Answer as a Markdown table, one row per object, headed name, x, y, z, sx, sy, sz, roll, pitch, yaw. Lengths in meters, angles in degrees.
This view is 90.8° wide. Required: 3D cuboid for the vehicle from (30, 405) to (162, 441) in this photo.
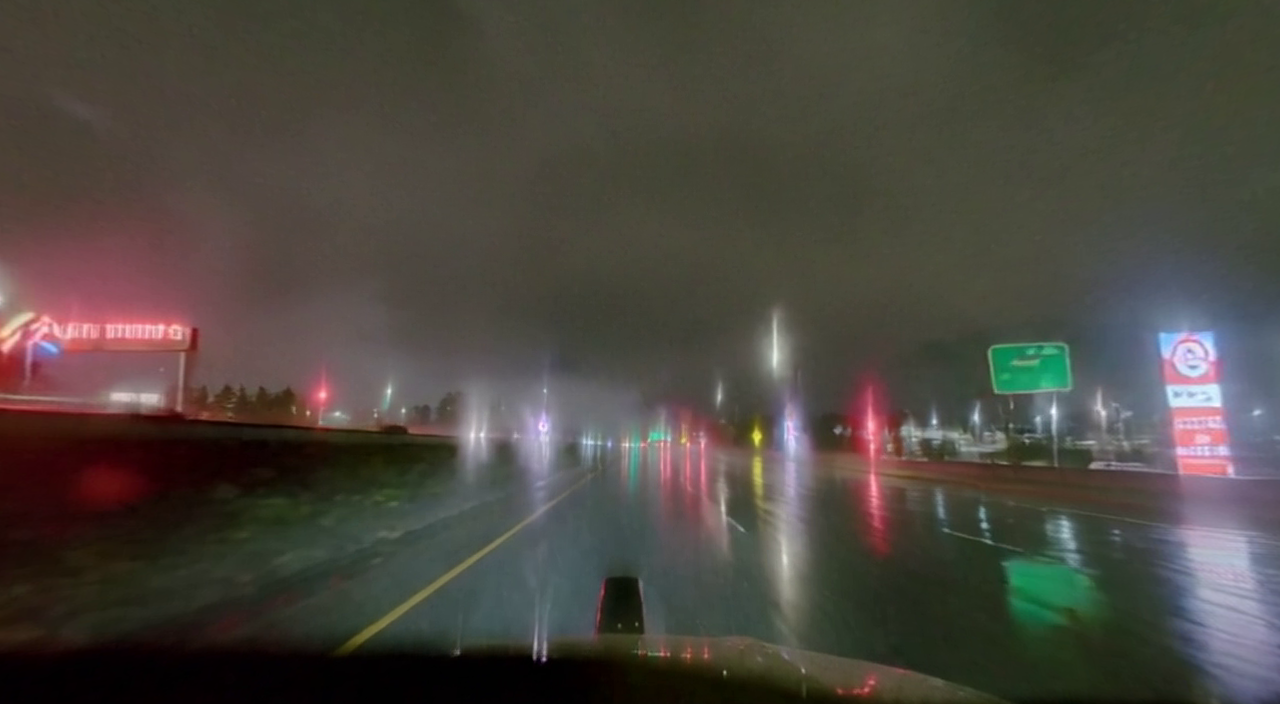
| name | x | y | z | sx | sy | sz | roll | pitch | yaw |
| --- | --- | --- | --- | --- | --- | --- | --- | --- | --- |
| vehicle | -25.472 | 3.411 | 29.823 | 1.984 | 1.512 | 4.760 | 0 | -9 | 0 |
